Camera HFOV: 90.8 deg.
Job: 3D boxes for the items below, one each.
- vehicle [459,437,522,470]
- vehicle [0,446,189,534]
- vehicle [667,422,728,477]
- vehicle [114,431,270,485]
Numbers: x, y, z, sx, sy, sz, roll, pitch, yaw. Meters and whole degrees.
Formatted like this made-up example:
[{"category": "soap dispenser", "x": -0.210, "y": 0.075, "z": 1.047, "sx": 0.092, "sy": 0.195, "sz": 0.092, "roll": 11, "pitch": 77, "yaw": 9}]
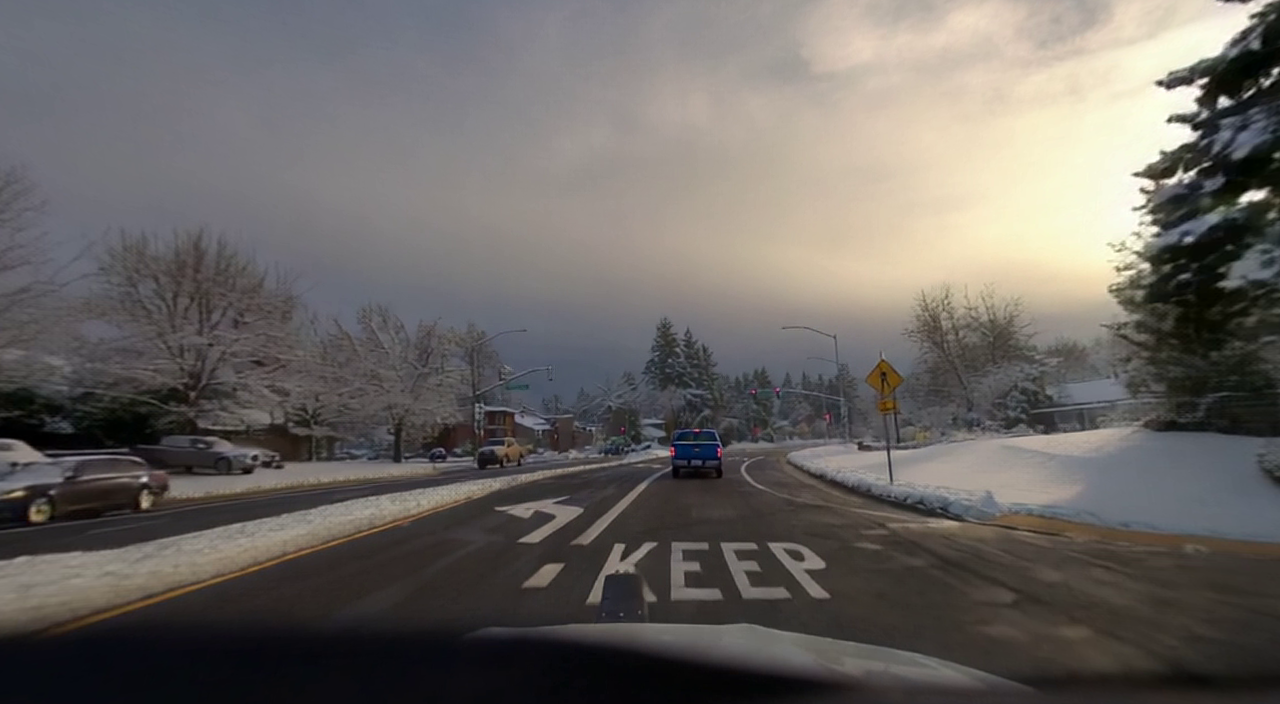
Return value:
[{"category": "vehicle", "x": -9.251, "y": 6.314, "z": 39.602, "sx": 2.053, "sy": 1.822, "sz": 4.852, "roll": -3, "pitch": -7, "yaw": 11}, {"category": "vehicle", "x": -12.753, "y": 2.949, "z": 14.080, "sx": 1.873, "sy": 1.508, "sz": 4.483, "roll": -2, "pitch": -7, "yaw": 4}, {"category": "vehicle", "x": 2.385, "y": 3.853, "z": 25.059, "sx": 2.153, "sy": 1.942, "sz": 4.767, "roll": -1, "pitch": -8, "yaw": 8}, {"category": "vehicle", "x": -19.857, "y": 4.694, "z": 28.203, "sx": 5.208, "sy": 1.960, "sz": 2.385, "roll": -3, "pitch": -8, "yaw": 0}]
